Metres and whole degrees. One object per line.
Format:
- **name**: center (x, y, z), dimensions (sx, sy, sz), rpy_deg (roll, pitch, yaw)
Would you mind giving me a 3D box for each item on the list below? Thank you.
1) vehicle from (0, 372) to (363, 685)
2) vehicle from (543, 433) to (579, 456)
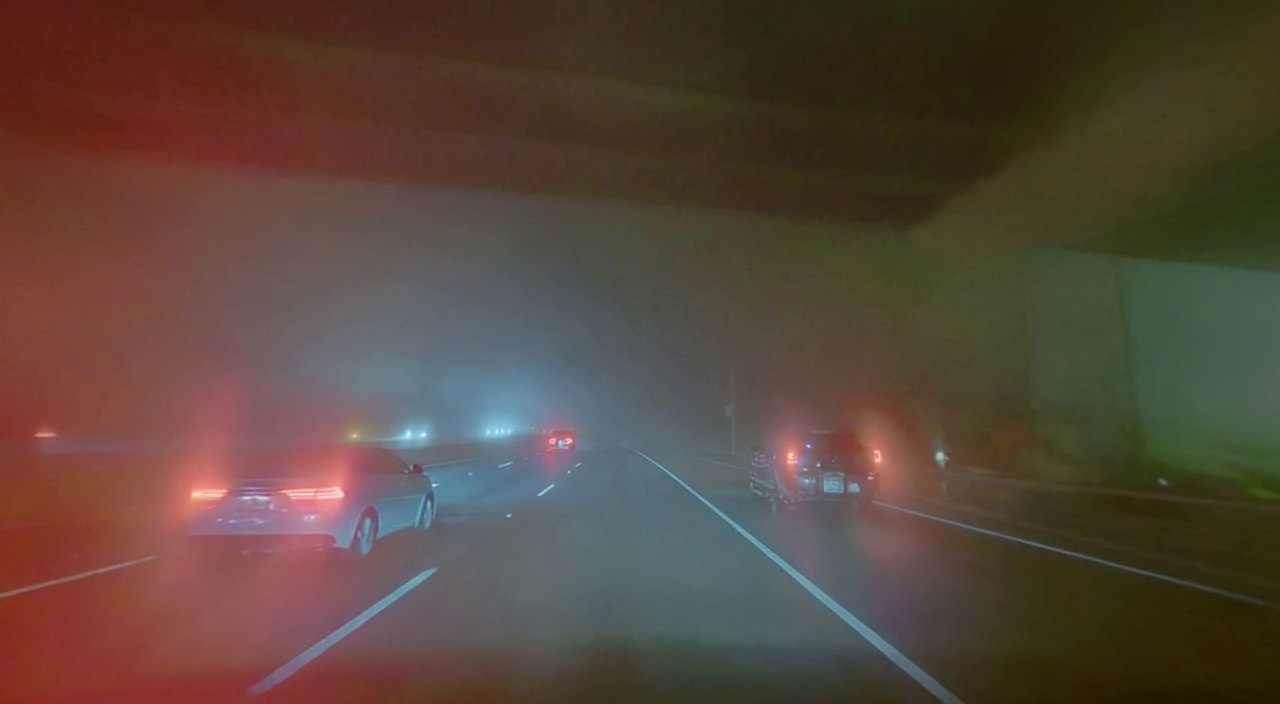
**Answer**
- **vehicle**: center (-4.543, 1.222, 5.402), dimensions (2.215, 1.648, 4.713), rpy_deg (0, -8, -1)
- **vehicle**: center (-5.729, 6.764, 46.122), dimensions (2.123, 1.601, 4.887), rpy_deg (0, -8, -2)
